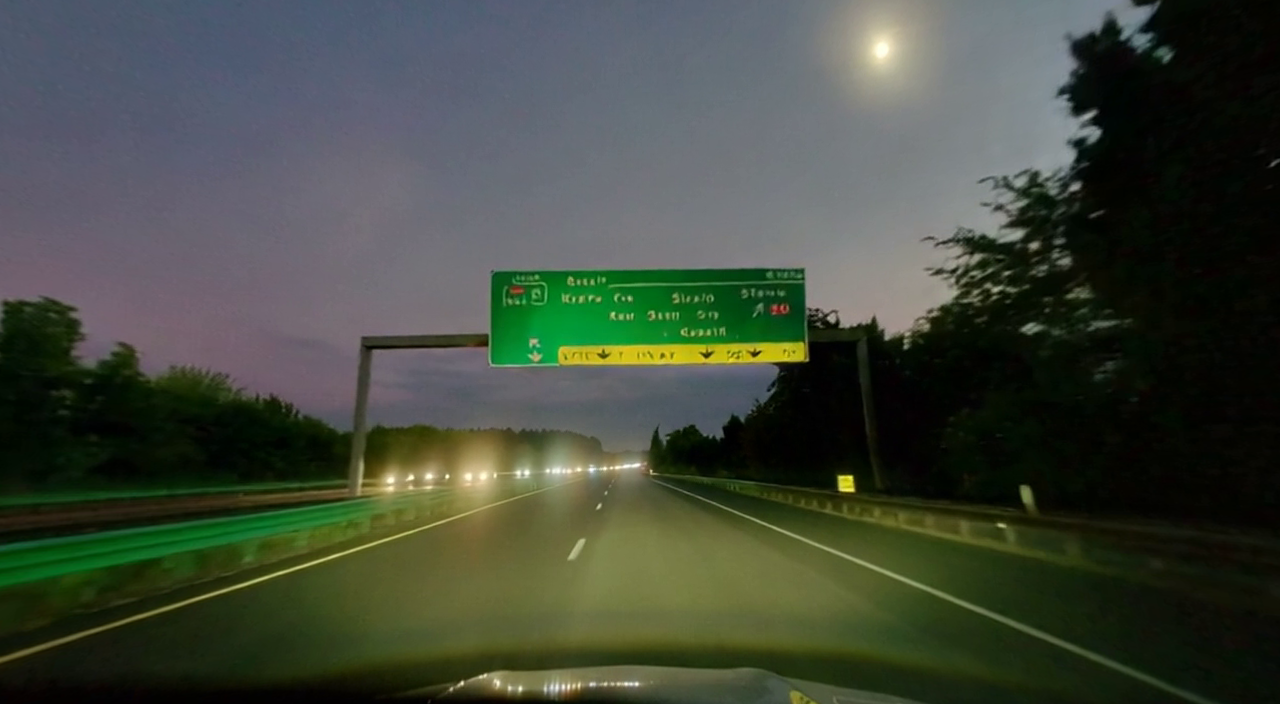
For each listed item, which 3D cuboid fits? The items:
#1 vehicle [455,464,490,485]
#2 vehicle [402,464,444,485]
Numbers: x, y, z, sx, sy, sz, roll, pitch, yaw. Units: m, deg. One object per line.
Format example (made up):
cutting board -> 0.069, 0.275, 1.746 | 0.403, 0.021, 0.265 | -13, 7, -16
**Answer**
vehicle -> -12.466, 9.142, 47.030 | 1.712, 1.420, 3.493 | 1, -11, -1
vehicle -> -16.608, 9.383, 48.397 | 1.773, 1.493, 4.313 | 1, -11, -2
